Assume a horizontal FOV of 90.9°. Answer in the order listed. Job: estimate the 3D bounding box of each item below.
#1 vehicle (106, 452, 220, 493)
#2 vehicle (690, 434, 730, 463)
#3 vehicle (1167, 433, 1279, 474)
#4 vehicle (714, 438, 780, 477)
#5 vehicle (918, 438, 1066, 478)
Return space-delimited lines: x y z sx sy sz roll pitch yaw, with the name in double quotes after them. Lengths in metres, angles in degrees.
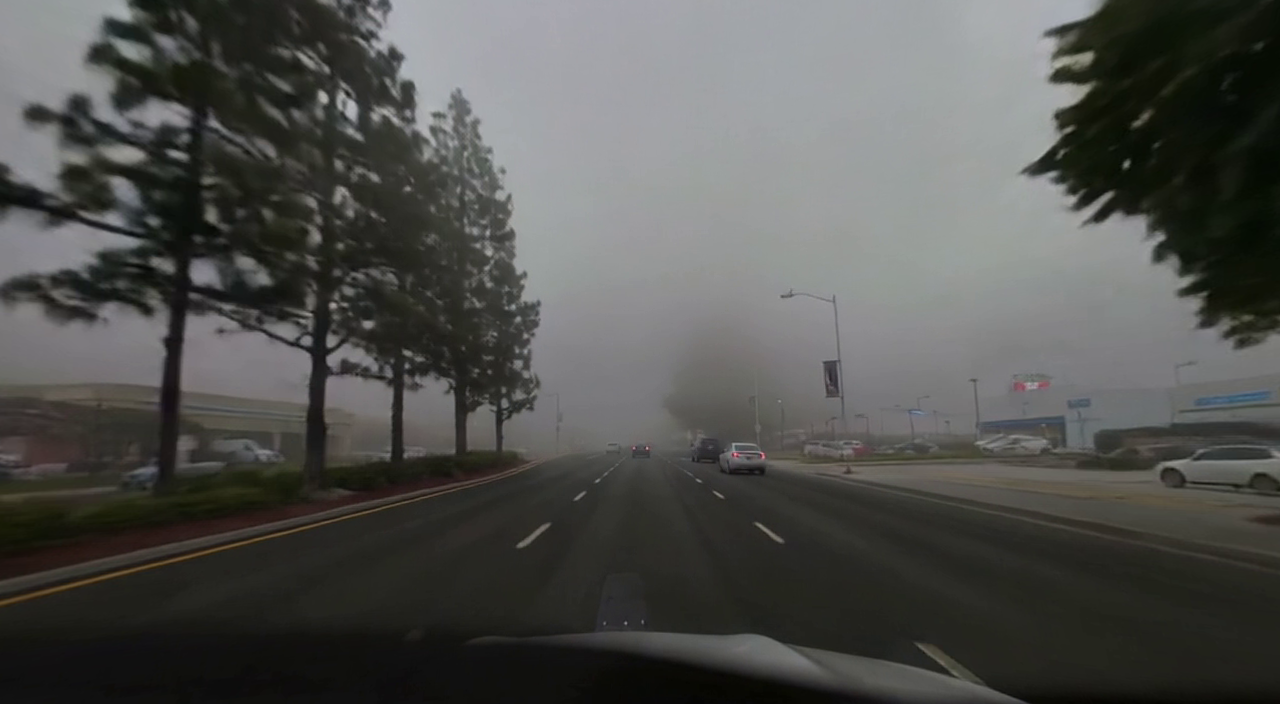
-22.228 5.609 29.629 1.997 1.637 4.386 -2 -8 -2 "vehicle"
4.806 6.719 44.028 2.140 1.921 4.431 0 -8 -2 "vehicle"
26.610 4.520 28.212 4.147 1.545 2.108 -3 -8 -4 "vehicle"
4.337 4.333 26.213 1.916 1.459 4.335 0 -8 -1 "vehicle"
14.463 4.378 26.095 4.909 1.463 1.924 -2 -8 1 "vehicle"
